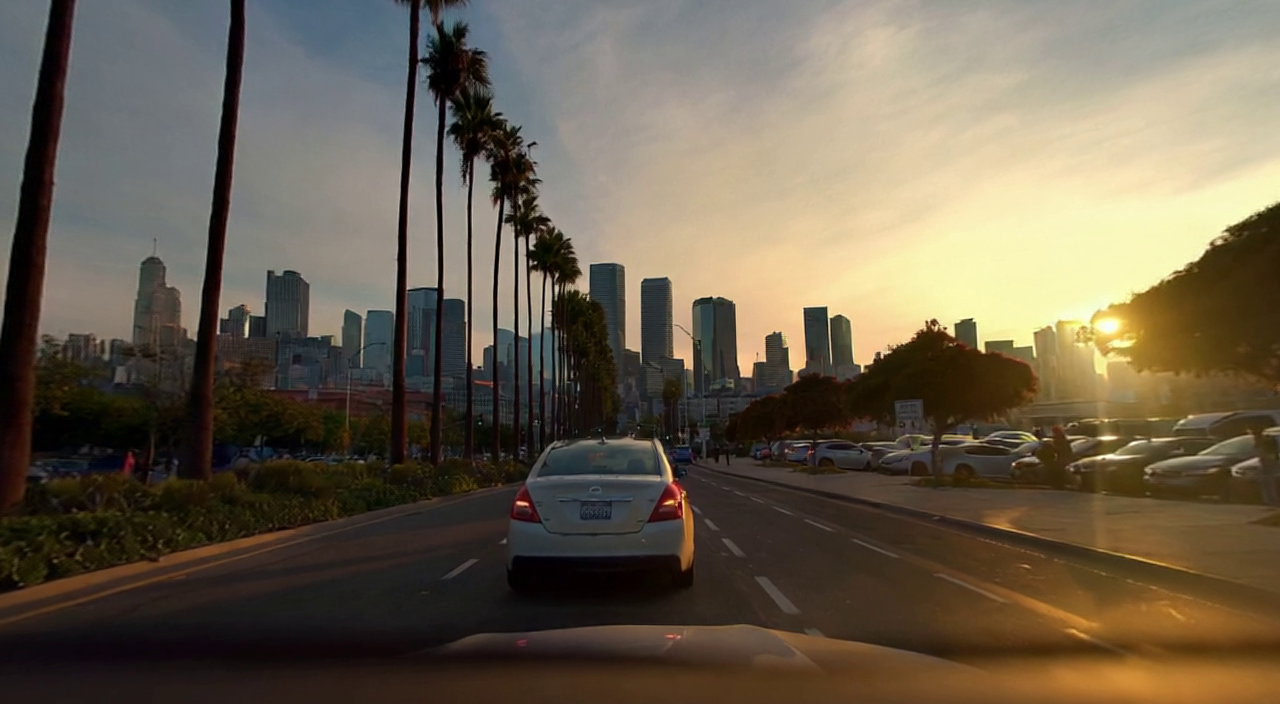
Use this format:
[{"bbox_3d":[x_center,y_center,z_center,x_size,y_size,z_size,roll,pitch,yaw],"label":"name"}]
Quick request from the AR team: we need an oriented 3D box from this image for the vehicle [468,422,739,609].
[{"bbox_3d":[-0.286,1.642,7.204,2.235,1.528,3.876,0,-9,0],"label":"vehicle"}]

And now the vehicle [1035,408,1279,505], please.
[{"bbox_3d":[12.903,2.423,14.924,5.301,1.962,2.431,-3,-8,4],"label":"vehicle"}]
